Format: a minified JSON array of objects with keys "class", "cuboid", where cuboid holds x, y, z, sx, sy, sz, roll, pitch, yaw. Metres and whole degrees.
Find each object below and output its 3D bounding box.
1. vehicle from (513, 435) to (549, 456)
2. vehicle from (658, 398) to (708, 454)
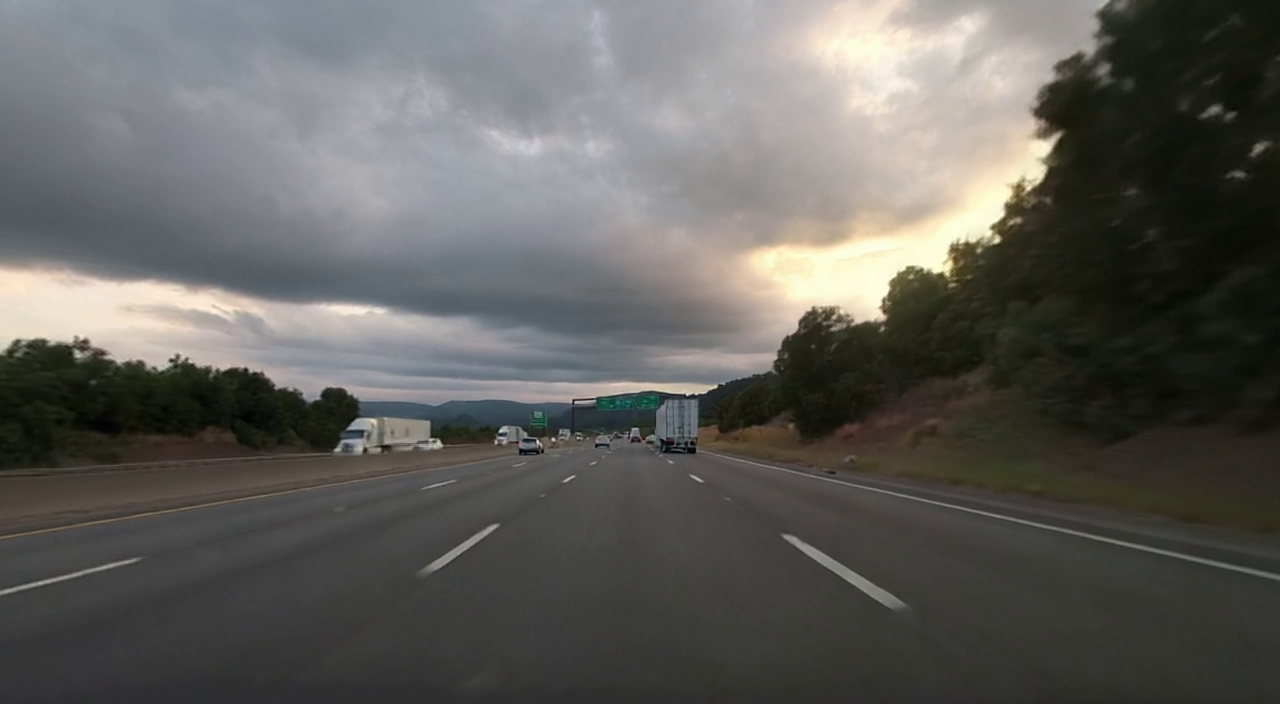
[{"class":"vehicle","cuboid":[-8.065,6.952,46.935,2.018,1.454,4.290,0,-8,-1]},{"class":"vehicle","cuboid":[3.074,5.745,48.513,2.760,3.710,12.230,0,-7,-1]}]
